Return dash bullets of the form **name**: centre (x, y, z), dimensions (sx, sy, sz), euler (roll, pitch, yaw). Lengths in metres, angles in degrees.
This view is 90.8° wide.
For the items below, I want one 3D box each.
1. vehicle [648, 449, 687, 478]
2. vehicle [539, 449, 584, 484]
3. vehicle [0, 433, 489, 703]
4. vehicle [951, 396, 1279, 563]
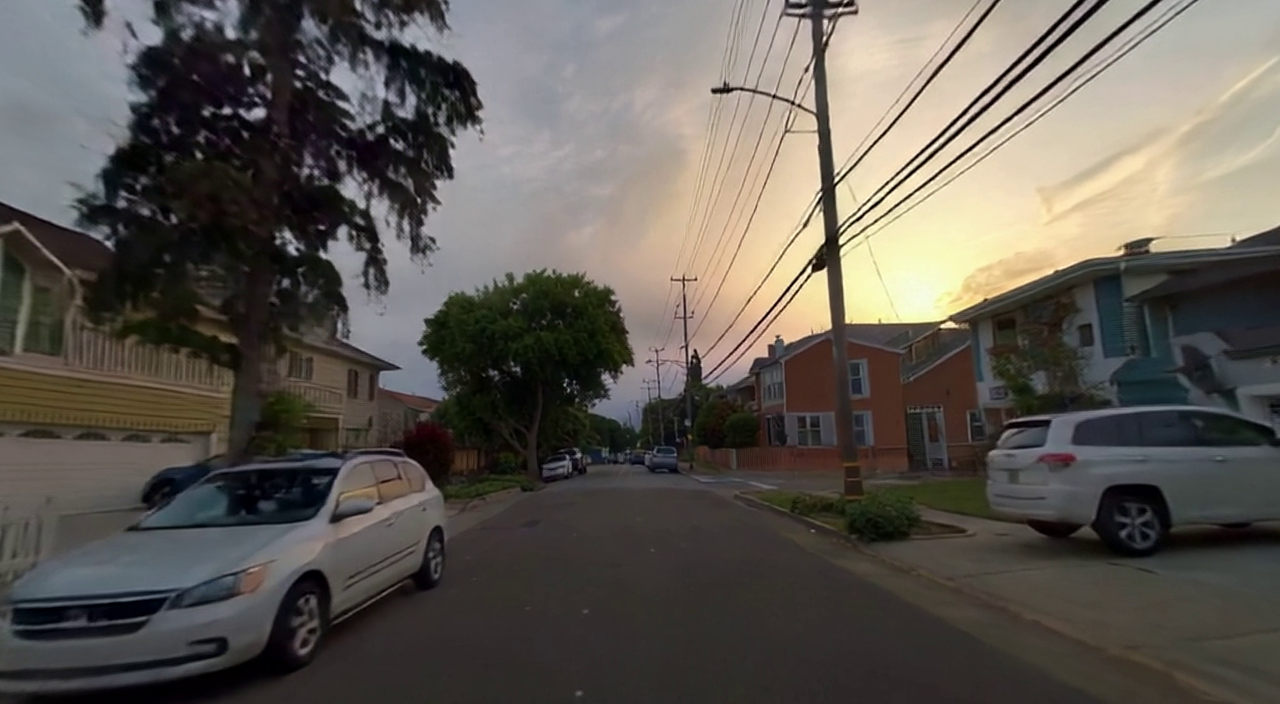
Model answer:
- **vehicle**: centre (1.801, 7.555, 43.153), dimensions (2.129, 1.873, 4.471), euler (0, -9, -4)
- **vehicle**: centre (-4.394, 6.415, 35.836), dimensions (2.082, 1.759, 4.541), euler (-2, -8, -1)
- **vehicle**: centre (-3.253, 1.827, 6.373), dimensions (2.204, 1.655, 4.813), euler (-7, -8, -2)
- **vehicle**: centre (7.971, 1.867, 9.587), dimensions (5.274, 2.170, 2.205), euler (0, -10, -4)
